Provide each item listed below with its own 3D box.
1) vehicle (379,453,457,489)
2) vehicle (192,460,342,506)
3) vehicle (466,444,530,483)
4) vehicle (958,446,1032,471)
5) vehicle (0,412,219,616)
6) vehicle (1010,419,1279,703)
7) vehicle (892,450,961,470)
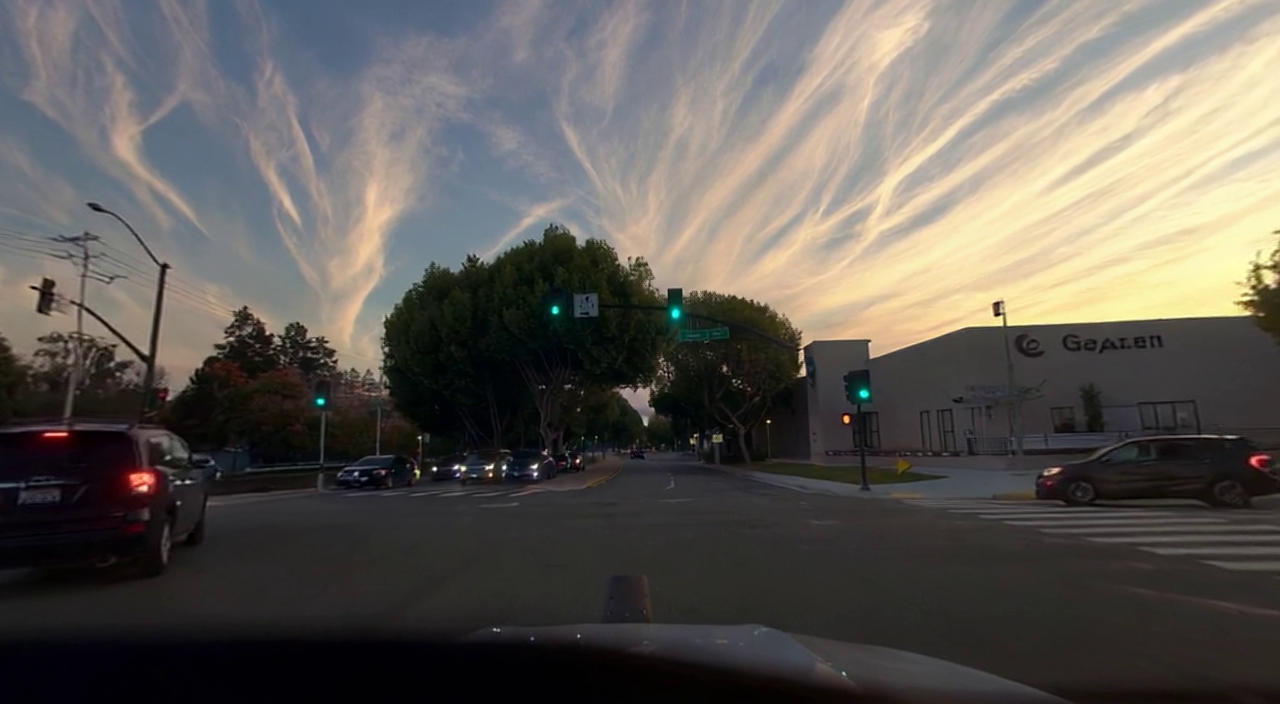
[{"bbox_3d":[-10.604,5.711,30.558,2.041,1.548,4.868,0,-9,0],"label":"vehicle"},{"bbox_3d":[-14.354,5.027,24.655,2.011,1.480,4.747,-3,-9,20],"label":"vehicle"},{"bbox_3d":[-7.137,5.665,32.299,2.081,1.818,4.782,0,-9,1],"label":"vehicle"},{"bbox_3d":[21.509,6.453,38.237,3.576,1.425,1.702,2,-9,-11],"label":"vehicle"},{"bbox_3d":[-6.779,1.741,7.693,2.000,1.789,4.638,4,-9,-26],"label":"vehicle"},{"bbox_3d":[3.610,0.977,2.241,1.966,1.490,4.429,0,-9,1],"label":"vehicle"},{"bbox_3d":[20.586,7.778,45.382,4.120,1.340,1.654,-1,-9,5],"label":"vehicle"}]
